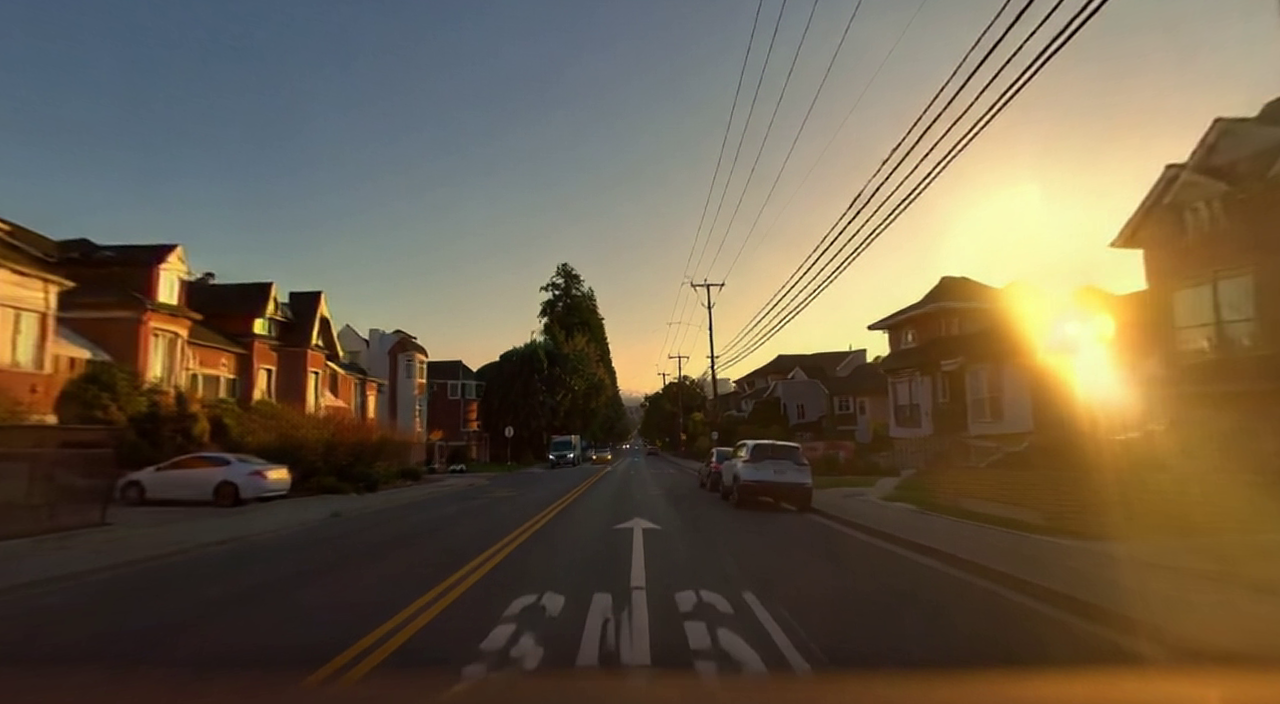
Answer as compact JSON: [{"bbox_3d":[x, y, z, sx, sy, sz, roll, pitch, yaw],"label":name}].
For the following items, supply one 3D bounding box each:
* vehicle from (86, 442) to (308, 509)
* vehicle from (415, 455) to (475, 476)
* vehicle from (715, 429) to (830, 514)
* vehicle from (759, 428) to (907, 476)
[{"bbox_3d":[-11.819,3.292,17.116,4.480,1.665,1.930,0,-9,-1],"label":"vehicle"},{"bbox_3d":[-15.293,8.929,49.772,4.204,1.626,1.874,1,-9,-5],"label":"vehicle"},{"bbox_3d":[3.065,2.857,15.510,1.945,1.792,3.903,0,-9,0],"label":"vehicle"},{"bbox_3d":[7.729,4.065,25.743,5.288,1.871,2.148,0,-8,1],"label":"vehicle"}]
